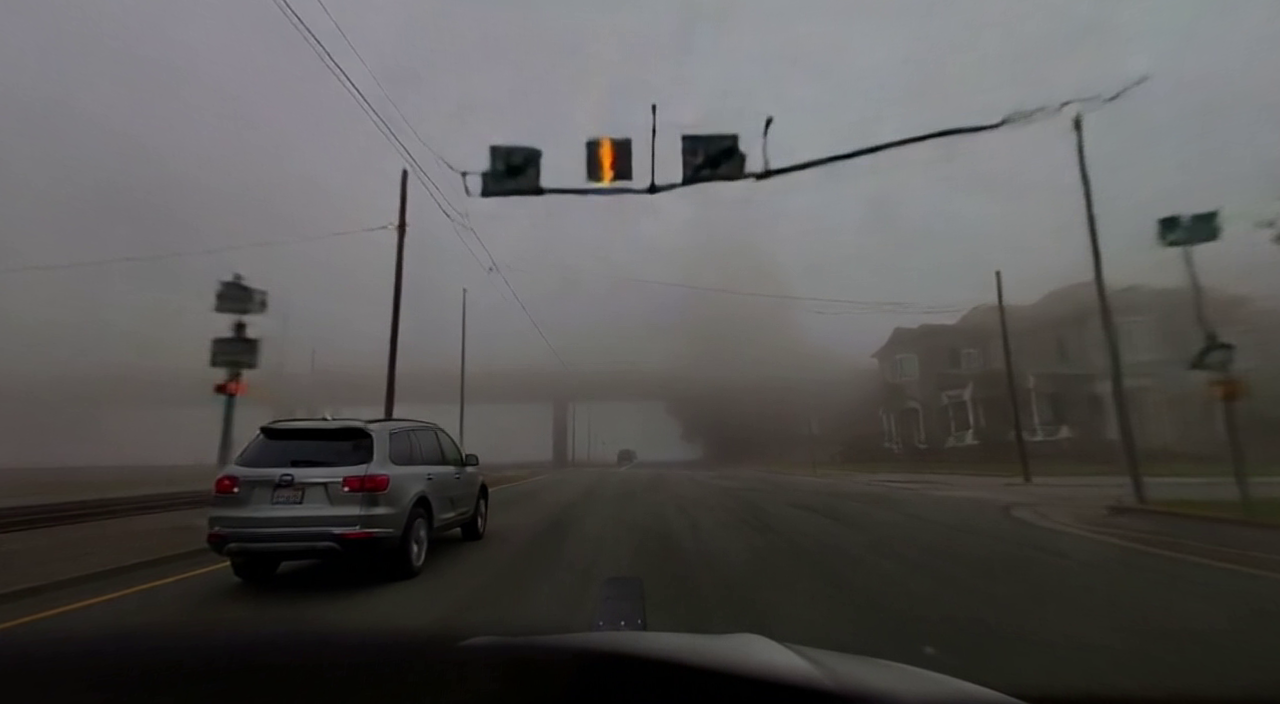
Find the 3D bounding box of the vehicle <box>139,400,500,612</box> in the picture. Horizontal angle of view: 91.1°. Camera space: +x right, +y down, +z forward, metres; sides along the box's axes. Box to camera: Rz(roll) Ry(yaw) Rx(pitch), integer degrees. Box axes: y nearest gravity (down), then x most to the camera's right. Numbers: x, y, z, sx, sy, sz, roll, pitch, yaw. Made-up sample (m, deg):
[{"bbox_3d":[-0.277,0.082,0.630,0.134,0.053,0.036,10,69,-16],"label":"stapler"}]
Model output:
[{"bbox_3d":[-3.097,1.574,7.342,1.882,1.704,4.335,0,-8,1],"label":"vehicle"}]
